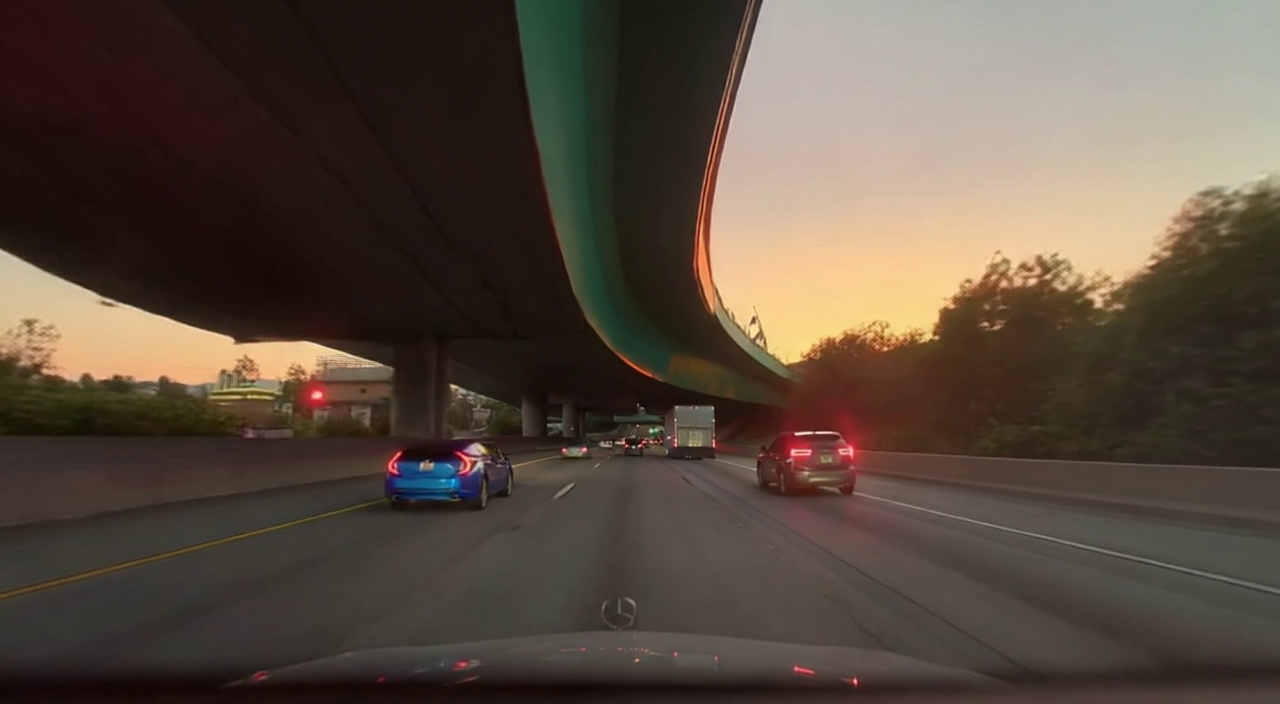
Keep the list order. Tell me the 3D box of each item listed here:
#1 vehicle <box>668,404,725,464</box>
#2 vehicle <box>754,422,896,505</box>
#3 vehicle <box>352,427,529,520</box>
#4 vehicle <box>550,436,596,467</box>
[{"bbox_3d":[3.665,5.774,44.097,2.824,3.585,11.410,-1,-8,-1],"label":"vehicle"},{"bbox_3d":[4.065,2.520,14.661,2.001,1.625,4.088,-1,-8,-1],"label":"vehicle"},{"bbox_3d":[-3.716,2.336,12.735,2.122,1.486,4.532,-1,-8,0],"label":"vehicle"},{"bbox_3d":[-3.522,5.291,33.737,2.064,1.479,4.370,-1,-8,-1],"label":"vehicle"}]
